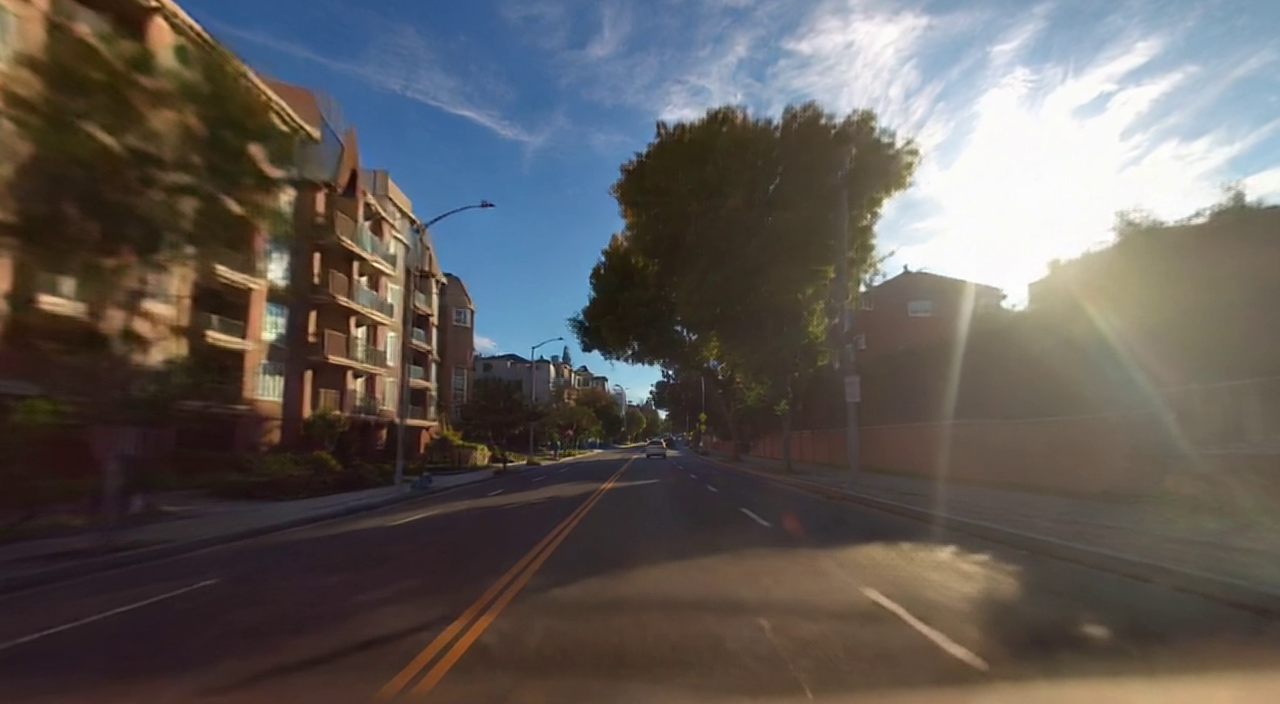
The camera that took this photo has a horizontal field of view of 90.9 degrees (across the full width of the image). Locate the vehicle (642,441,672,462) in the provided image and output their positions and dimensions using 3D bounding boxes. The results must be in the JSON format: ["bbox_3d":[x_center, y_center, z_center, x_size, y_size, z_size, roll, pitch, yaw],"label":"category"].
[{"bbox_3d":[1.193,7.358,46.508,2.097,1.463,4.043,0,-9,0],"label":"vehicle"}]

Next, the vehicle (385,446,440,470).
[{"bbox_3d":[-15.531,7.262,43.359,2.113,1.501,4.659,0,-9,-1],"label":"vehicle"}]

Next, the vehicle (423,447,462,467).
[{"bbox_3d":[-15.326,8.120,49.106,1.692,1.477,3.902,0,-9,1],"label":"vehicle"}]
